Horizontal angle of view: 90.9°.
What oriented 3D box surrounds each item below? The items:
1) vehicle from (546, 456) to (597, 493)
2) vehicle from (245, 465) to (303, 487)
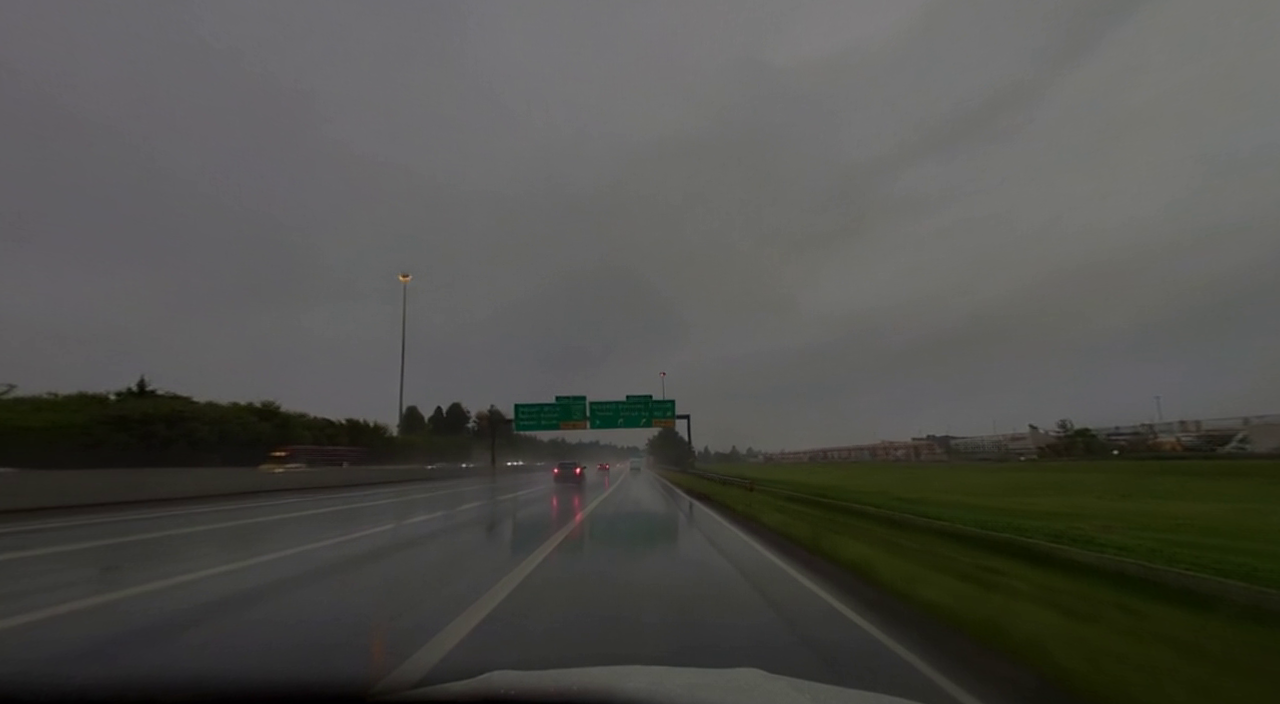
[{"bbox_3d":[-3.340,6.096,31.428,2.092,1.642,3.895,1,-11,0],"label":"vehicle"},{"bbox_3d":[-26.086,8.851,45.027,1.781,1.418,4.051,1,-11,-1],"label":"vehicle"}]
